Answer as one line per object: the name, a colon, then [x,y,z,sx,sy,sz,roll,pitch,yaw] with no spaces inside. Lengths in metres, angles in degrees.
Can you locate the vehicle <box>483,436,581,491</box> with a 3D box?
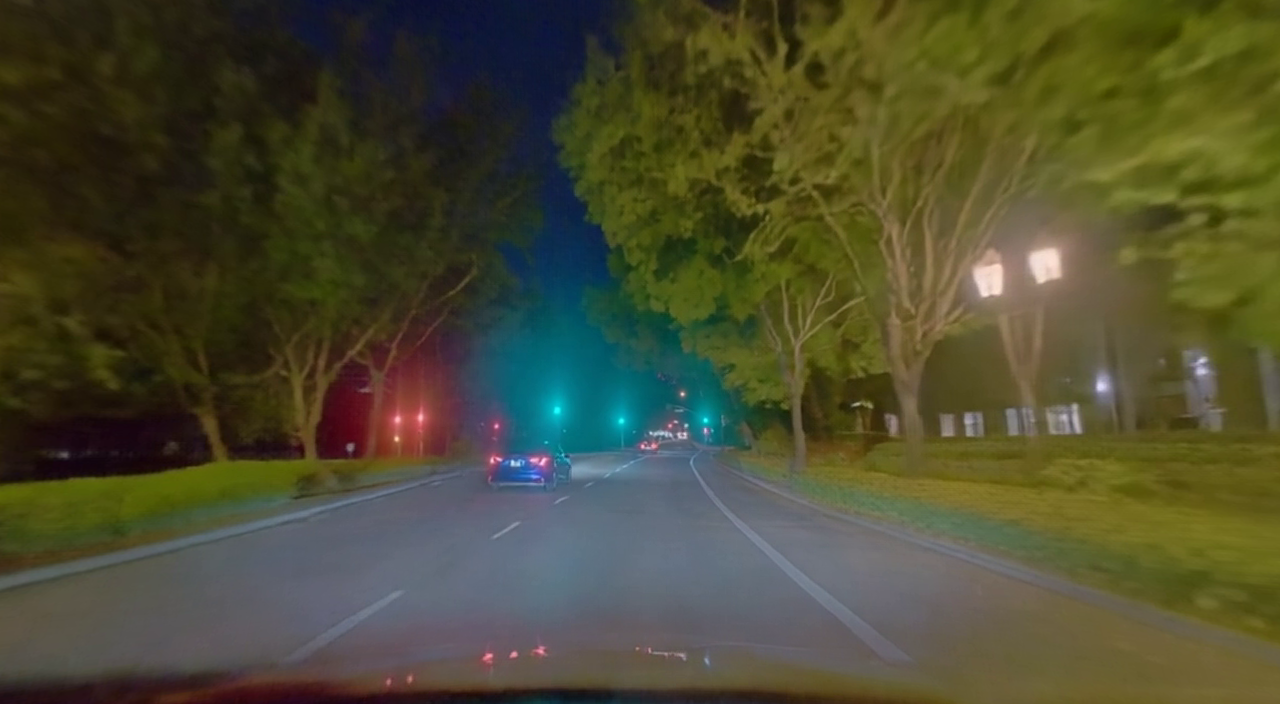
vehicle: [-3.205,3.437,19.779,2.038,1.486,4.678,-1,-9,3]
